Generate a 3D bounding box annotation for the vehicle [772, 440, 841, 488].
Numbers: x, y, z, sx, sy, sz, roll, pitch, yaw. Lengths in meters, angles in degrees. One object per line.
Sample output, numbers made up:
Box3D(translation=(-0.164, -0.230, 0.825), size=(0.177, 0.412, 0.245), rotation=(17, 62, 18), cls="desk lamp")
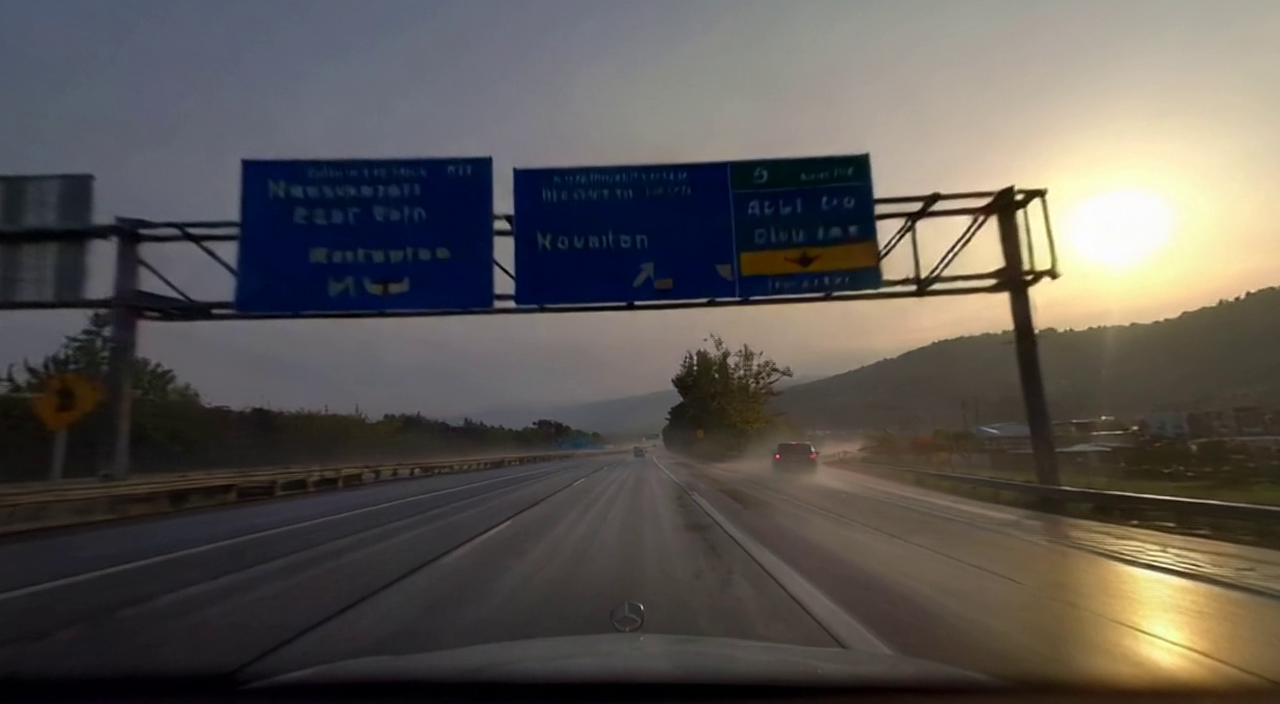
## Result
Box3D(translation=(6.636, 4.472, 25.603), size=(2.133, 1.746, 4.511), rotation=(-1, -9, 8), cls="vehicle")
